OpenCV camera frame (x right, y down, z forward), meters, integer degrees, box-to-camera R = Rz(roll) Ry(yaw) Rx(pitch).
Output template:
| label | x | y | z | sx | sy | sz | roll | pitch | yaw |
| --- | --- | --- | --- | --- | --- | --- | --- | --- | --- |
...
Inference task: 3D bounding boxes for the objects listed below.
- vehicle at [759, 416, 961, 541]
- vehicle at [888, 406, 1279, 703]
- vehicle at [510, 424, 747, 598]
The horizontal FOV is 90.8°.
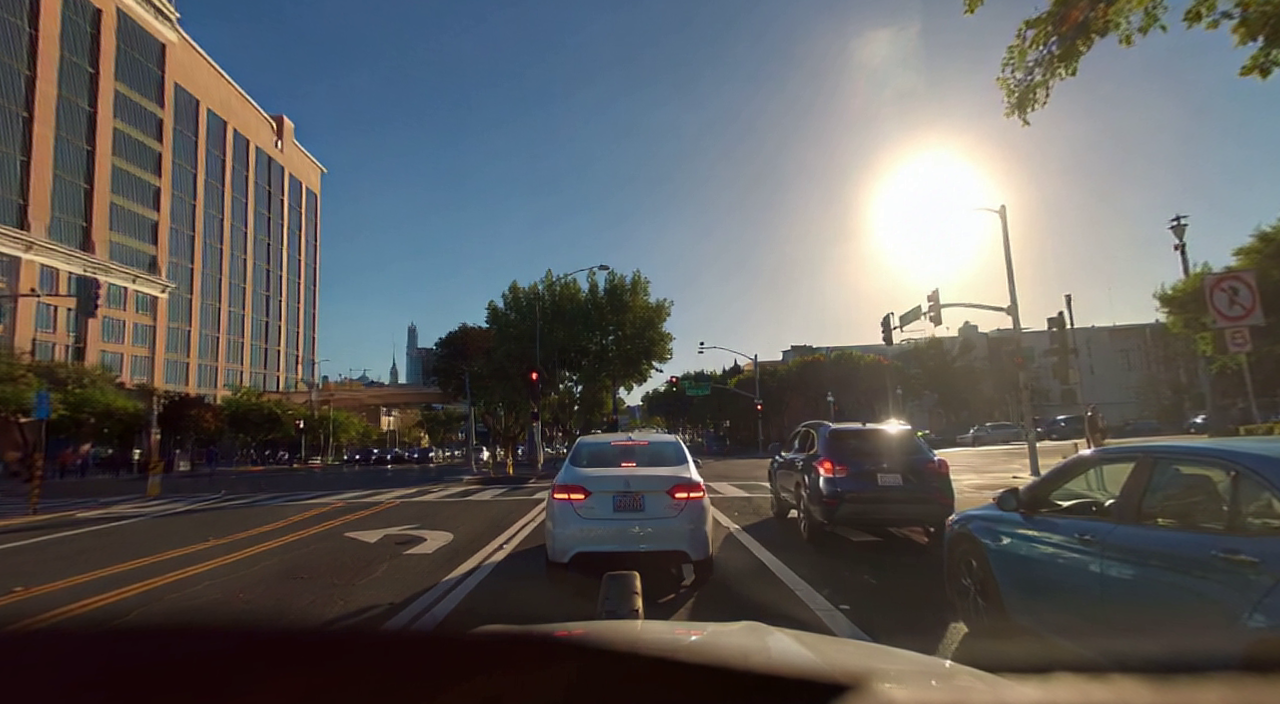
| label | x | y | z | sx | sy | sz | roll | pitch | yaw |
| --- | --- | --- | --- | --- | --- | --- | --- | --- | --- |
| vehicle | 3.520 | 2.115 | 11.217 | 1.978 | 1.738 | 4.599 | 0 | -8 | 1 |
| vehicle | 3.382 | 1.180 | 4.022 | 1.833 | 1.465 | 4.258 | 0 | -8 | -1 |
| vehicle | -0.109 | 1.699 | 7.558 | 2.096 | 1.521 | 3.747 | 0 | -8 | 0 |
